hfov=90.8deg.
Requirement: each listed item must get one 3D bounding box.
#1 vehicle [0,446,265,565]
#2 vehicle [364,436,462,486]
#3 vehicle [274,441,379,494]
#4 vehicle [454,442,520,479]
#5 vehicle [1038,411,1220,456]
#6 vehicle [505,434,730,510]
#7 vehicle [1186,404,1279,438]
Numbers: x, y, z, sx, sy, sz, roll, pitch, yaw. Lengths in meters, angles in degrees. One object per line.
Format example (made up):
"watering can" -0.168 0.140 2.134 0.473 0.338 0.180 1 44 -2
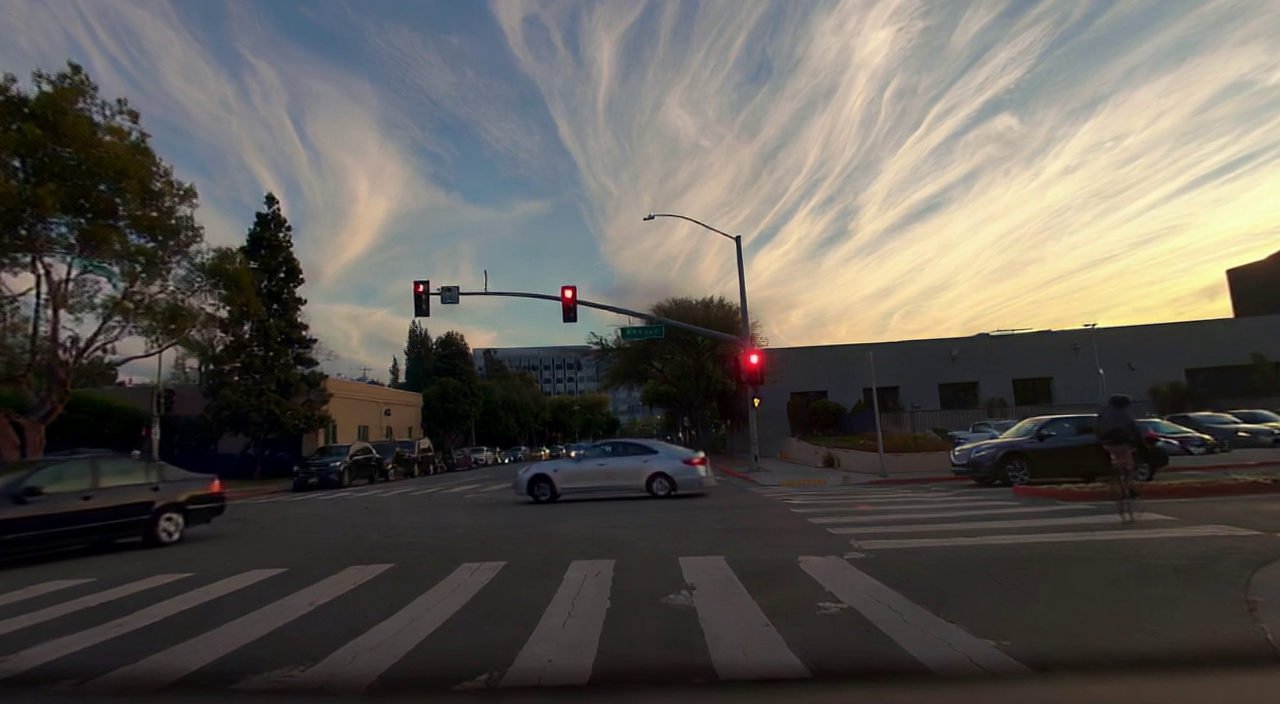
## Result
"vehicle" -8.071 2.027 8.742 1.755 1.419 4.533 -6 -11 35
"vehicle" -10.194 4.951 29.045 2.475 1.940 5.702 -3 -9 -1
"vehicle" -13.750 5.058 28.133 2.251 1.957 4.968 -4 -9 -1
"vehicle" -7.005 4.989 29.311 2.024 1.470 4.153 -3 -9 -1
"vehicle" 16.898 2.905 22.130 4.560 1.453 1.851 -3 -9 18
"vehicle" -0.518 2.475 13.274 4.385 1.419 1.855 1 -9 -8
"vehicle" 34.884 4.020 36.665 4.326 1.511 1.725 -8 -9 16
